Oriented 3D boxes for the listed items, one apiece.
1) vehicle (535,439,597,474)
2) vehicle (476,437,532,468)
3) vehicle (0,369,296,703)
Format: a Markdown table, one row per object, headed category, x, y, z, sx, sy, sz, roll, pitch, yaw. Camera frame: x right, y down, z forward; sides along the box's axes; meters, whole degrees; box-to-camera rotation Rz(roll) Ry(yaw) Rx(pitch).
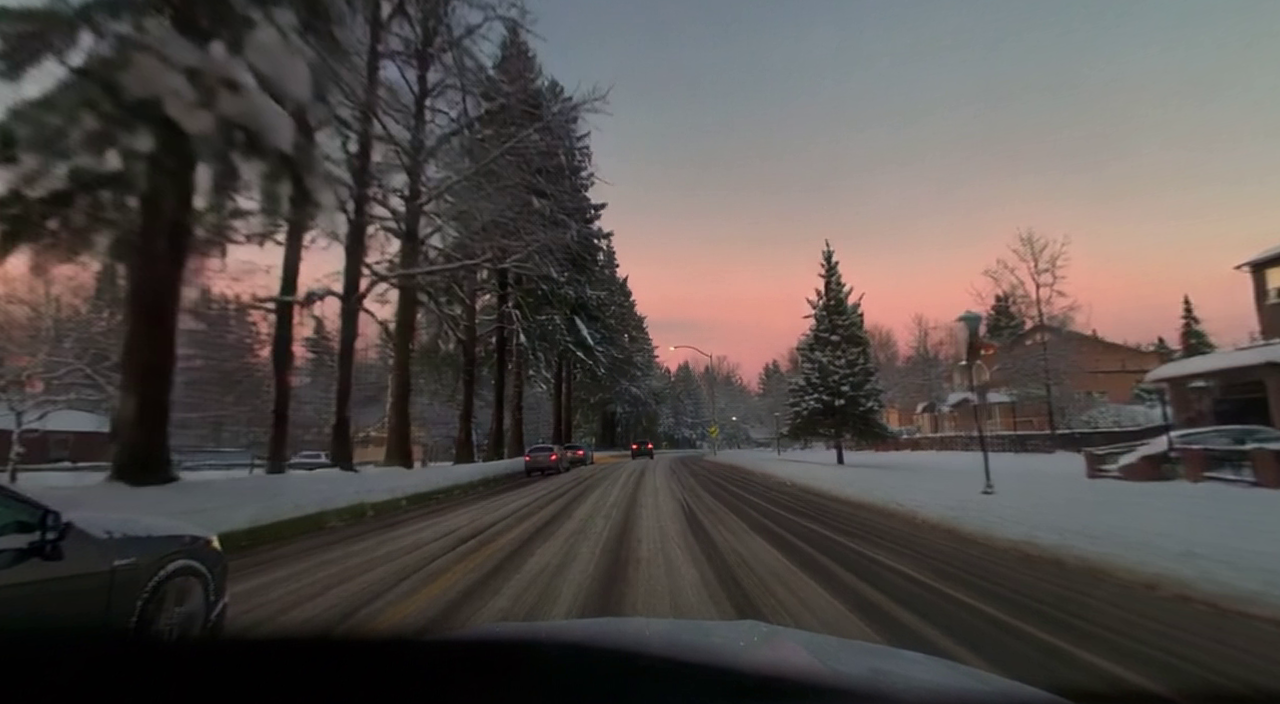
| category | x | y | z | sx | sy | sz | roll | pitch | yaw |
| --- | --- | --- | --- | --- | --- | --- | --- | --- | --- |
| vehicle | -3.344 | 4.805 | 29.293 | 2.188 | 1.473 | 4.651 | 0 | -8 | 2 |
| vehicle | -7.293 | 5.441 | 34.380 | 2.110 | 1.529 | 4.743 | 0 | -8 | -1 |
| vehicle | -3.874 | 0.807 | 2.435 | 2.190 | 1.545 | 4.943 | 0 | -8 | 2 |
